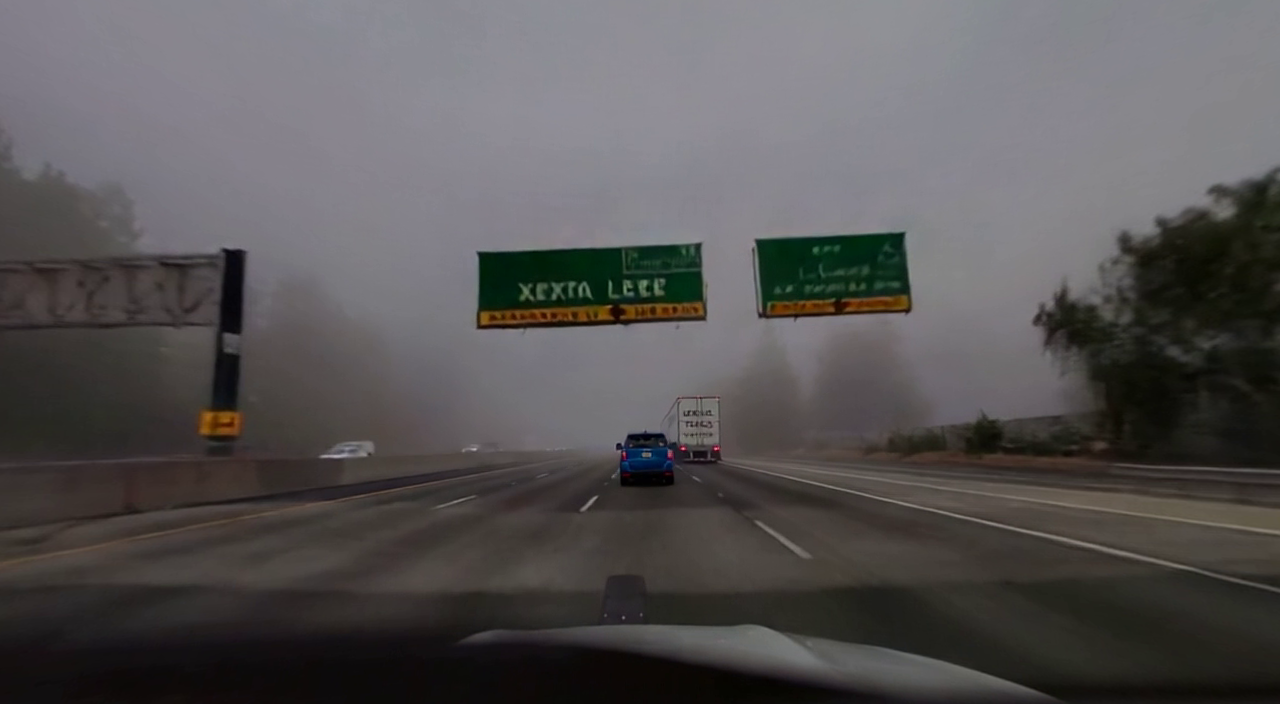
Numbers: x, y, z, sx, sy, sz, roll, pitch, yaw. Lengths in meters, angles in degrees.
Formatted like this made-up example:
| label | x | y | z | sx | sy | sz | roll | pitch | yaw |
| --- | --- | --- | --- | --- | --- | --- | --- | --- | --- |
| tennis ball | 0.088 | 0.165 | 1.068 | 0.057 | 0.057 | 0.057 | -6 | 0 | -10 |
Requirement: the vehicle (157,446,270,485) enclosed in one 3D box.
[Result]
| label | x | y | z | sx | sy | sz | roll | pitch | yaw |
| --- | --- | --- | --- | --- | --- | --- | --- | --- | --- |
| vehicle | -18.642 | 4.942 | 27.736 | 1.902 | 1.557 | 4.326 | 0 | -8 | 1 |

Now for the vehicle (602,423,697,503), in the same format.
| label | x | y | z | sx | sy | sz | roll | pitch | yaw |
| --- | --- | --- | --- | --- | --- | --- | --- | --- | --- |
| vehicle | 0.233 | 2.723 | 15.749 | 2.054 | 1.706 | 4.201 | 0 | -8 | 1 |

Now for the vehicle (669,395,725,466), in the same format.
| label | x | y | z | sx | sy | sz | roll | pitch | yaw |
| --- | --- | --- | --- | --- | --- | --- | --- | --- | --- |
| vehicle | 3.695 | 5.766 | 44.957 | 2.909 | 4.135 | 15.820 | 0 | -8 | 1 |

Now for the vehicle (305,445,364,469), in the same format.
| label | x | y | z | sx | sy | sz | roll | pitch | yaw |
| --- | --- | --- | --- | --- | --- | --- | --- | --- | --- |
| vehicle | -22.074 | 7.584 | 45.579 | 1.906 | 1.591 | 4.494 | 0 | -8 | 1 |
